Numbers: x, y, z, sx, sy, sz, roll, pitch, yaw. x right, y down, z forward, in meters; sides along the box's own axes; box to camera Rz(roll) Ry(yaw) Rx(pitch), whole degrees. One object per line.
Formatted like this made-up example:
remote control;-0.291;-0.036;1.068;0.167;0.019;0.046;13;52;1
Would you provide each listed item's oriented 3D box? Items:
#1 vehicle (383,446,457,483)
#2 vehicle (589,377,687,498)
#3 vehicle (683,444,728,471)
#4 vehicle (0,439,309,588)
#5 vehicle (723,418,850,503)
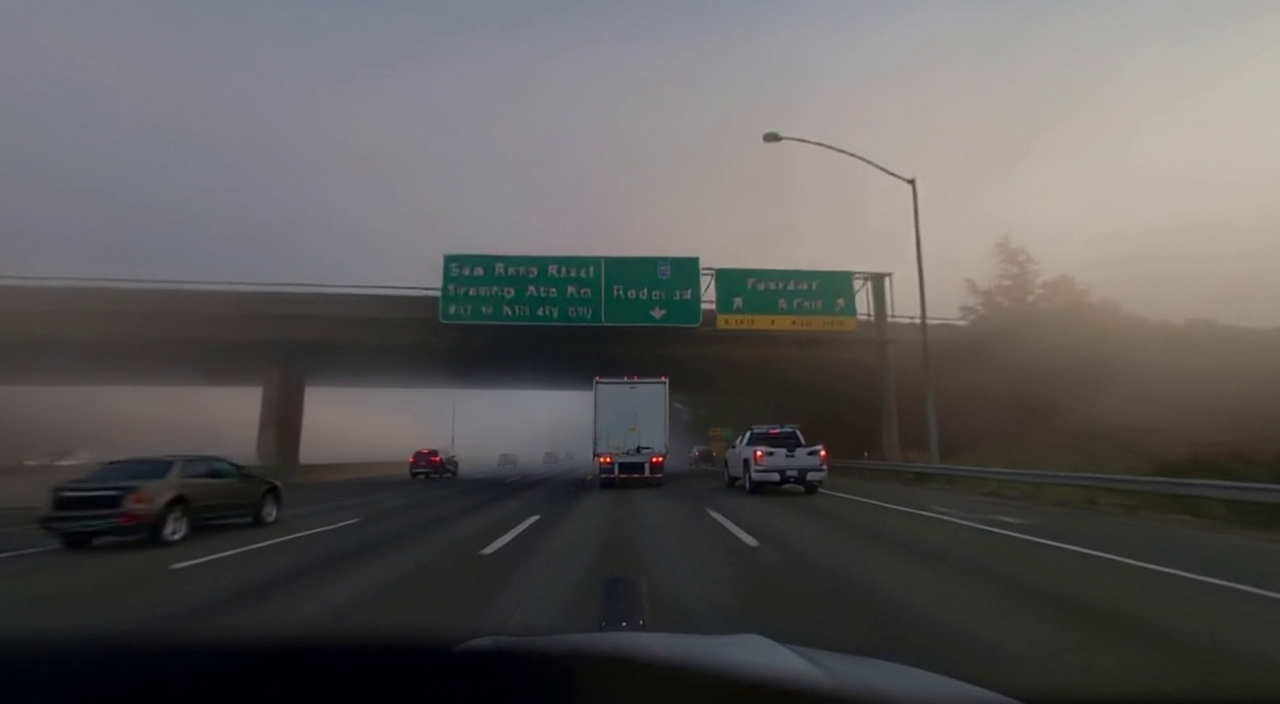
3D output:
vehicle;-11.287;5.782;32.826;2.119;1.747;5.121;0;-9;-1
vehicle;-0.206;3.383;24.338;2.916;3.584;10.841;0;-9;-1
vehicle;4.017;6.564;39.398;2.108;1.508;4.744;0;-9;-2
vehicle;-6.996;2.046;8.949;2.057;1.506;4.829;0;-9;-1
vehicle;3.781;2.942;17.389;2.174;1.968;5.016;0;-9;-1
